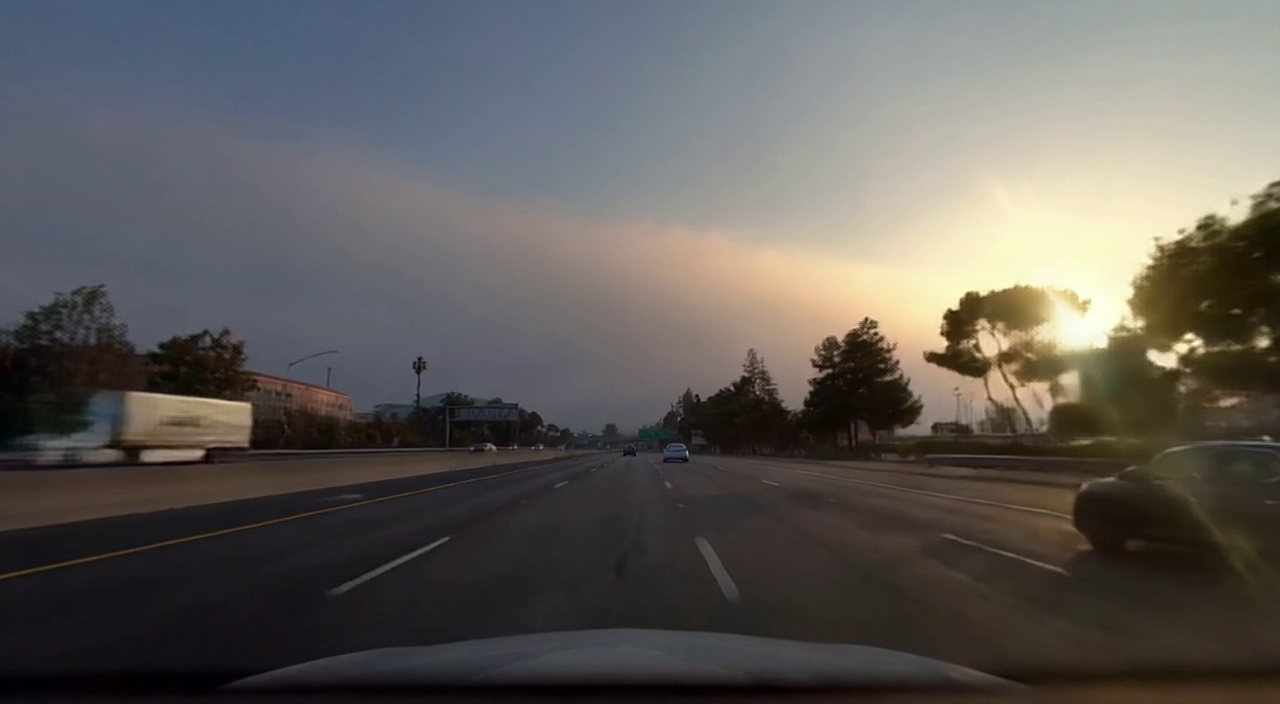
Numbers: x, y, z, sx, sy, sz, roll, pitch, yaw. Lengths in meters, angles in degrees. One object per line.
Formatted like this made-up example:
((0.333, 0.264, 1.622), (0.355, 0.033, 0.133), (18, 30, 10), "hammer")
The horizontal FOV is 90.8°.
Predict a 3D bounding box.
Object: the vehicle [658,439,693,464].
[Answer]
((2.462, 6.984, 44.510), (2.127, 1.692, 4.382), (0, -9, -1), "vehicle")

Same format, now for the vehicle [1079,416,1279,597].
((6.482, 1.328, 5.472), (2.029, 1.528, 4.644), (0, -9, 0), "vehicle")

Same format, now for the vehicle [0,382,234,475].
((-22.028, 3.393, 27.090), (3.096, 3.327, 8.951), (0, -9, 1), "vehicle")
